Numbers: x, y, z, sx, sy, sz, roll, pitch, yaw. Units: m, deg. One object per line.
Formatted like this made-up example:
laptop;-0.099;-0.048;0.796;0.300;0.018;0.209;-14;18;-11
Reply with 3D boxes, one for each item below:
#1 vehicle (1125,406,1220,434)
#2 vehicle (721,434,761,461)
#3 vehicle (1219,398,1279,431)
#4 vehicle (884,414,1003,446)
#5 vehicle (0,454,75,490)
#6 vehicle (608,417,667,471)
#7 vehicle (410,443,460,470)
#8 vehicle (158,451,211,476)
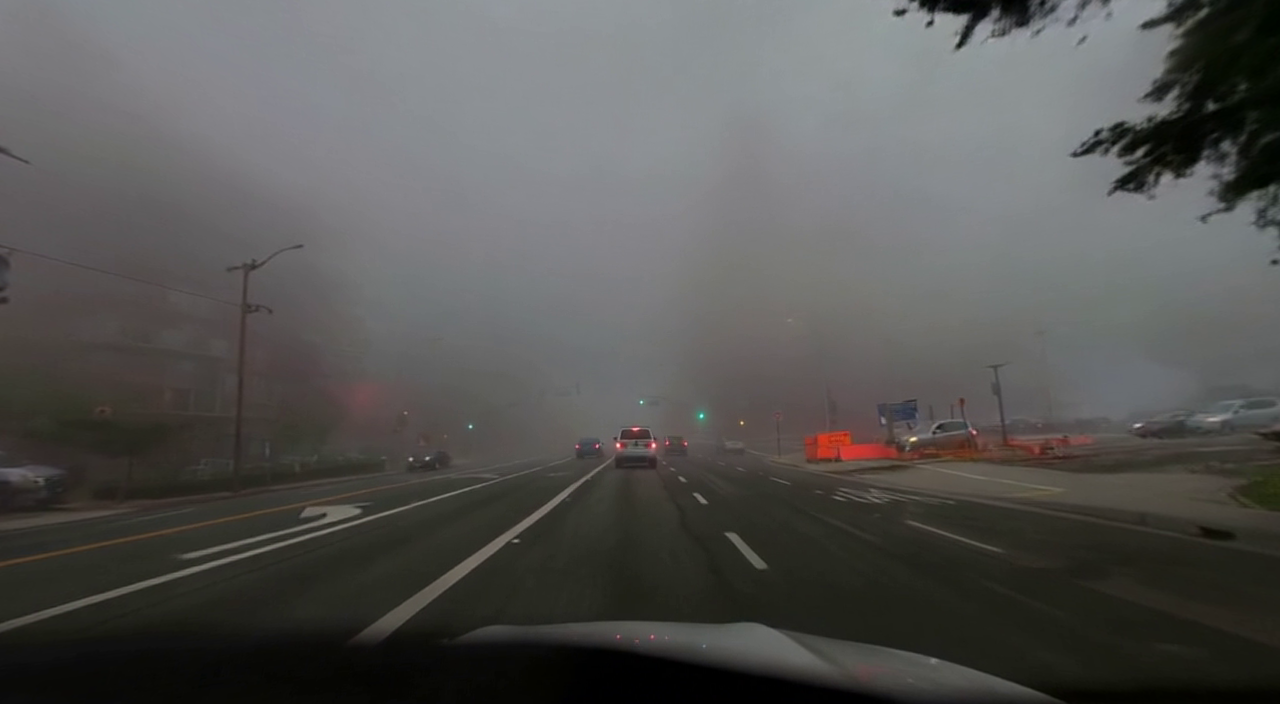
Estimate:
vehicle;31.025;4.054;36.868;1.810;1.448;4.550;-1;-9;4
vehicle;5.921;5.647;37.324;2.145;1.503;4.267;-1;-9;7
vehicle;35.609;3.679;36.471;1.999;1.667;4.518;-5;-10;31
vehicle;15.004;3.925;31.212;4.986;1.467;2.025;-6;-10;34
vehicle;-28.010;5.269;27.706;1.842;1.477;4.393;-8;-12;42
vehicle;-0.139;4.096;28.035;2.350;2.122;5.801;0;-9;-1
vehicle;-13.013;6.647;40.159;1.887;1.536;4.088;-2;-8;-1
vehicle;-33.220;8.082;45.843;4.692;1.720;1.941;-7;-11;40
